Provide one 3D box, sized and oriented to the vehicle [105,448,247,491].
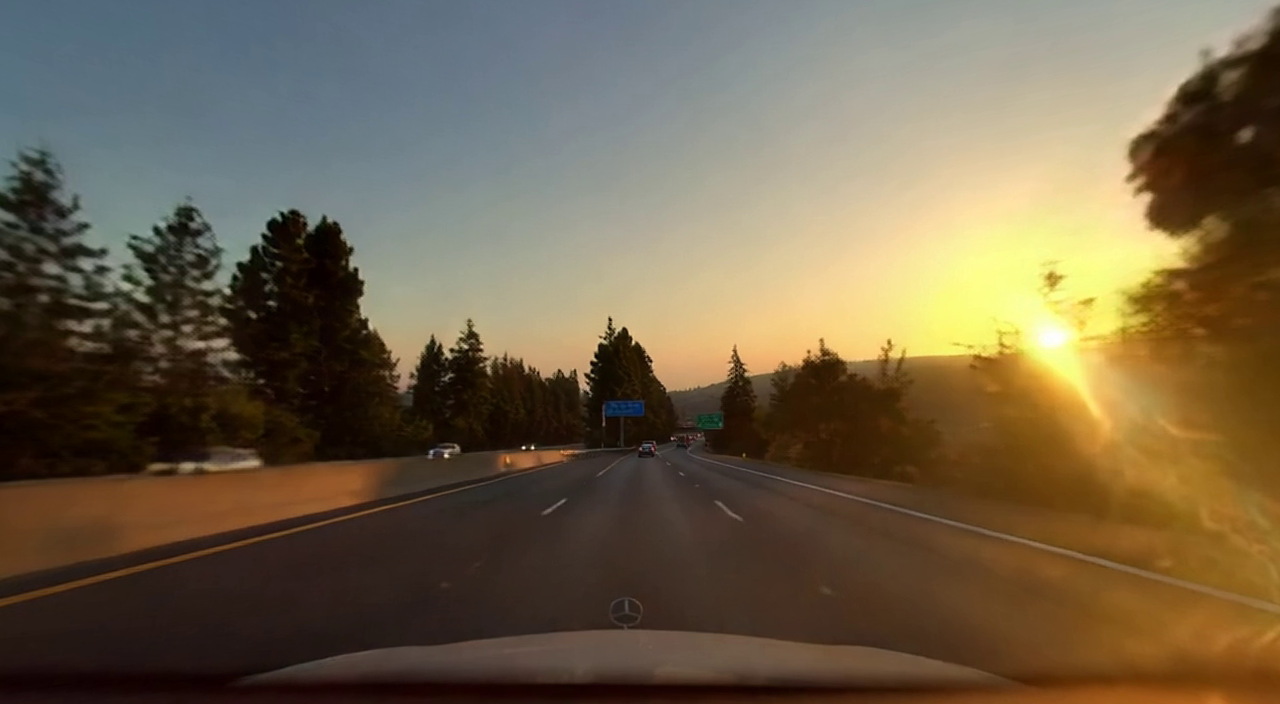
[{"bbox_3d":[-17.523,4.414,24.178,1.922,1.434,4.620,0,-8,0],"label":"vehicle"}]
